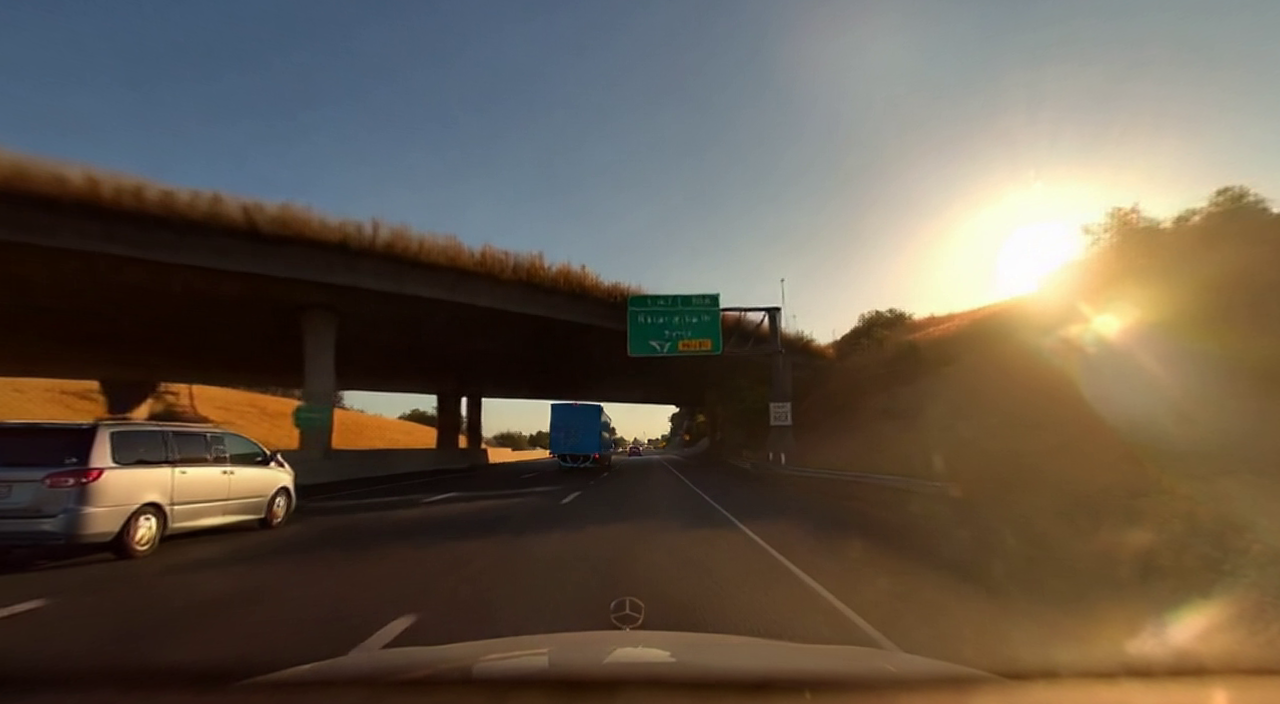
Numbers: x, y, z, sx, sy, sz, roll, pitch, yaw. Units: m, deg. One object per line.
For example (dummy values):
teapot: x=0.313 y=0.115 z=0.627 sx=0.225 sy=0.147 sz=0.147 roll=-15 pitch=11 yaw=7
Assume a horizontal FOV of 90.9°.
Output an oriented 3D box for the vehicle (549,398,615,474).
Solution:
vehicle: x=-3.445 y=5.643 z=41.750 sx=2.893 sy=4.073 sz=15.281 roll=0 pitch=-8 yaw=0

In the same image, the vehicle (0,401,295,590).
vehicle: x=-7.404 y=1.793 z=8.806 sx=2.175 sy=1.860 sz=5.236 roll=0 pitch=-8 yaw=0
